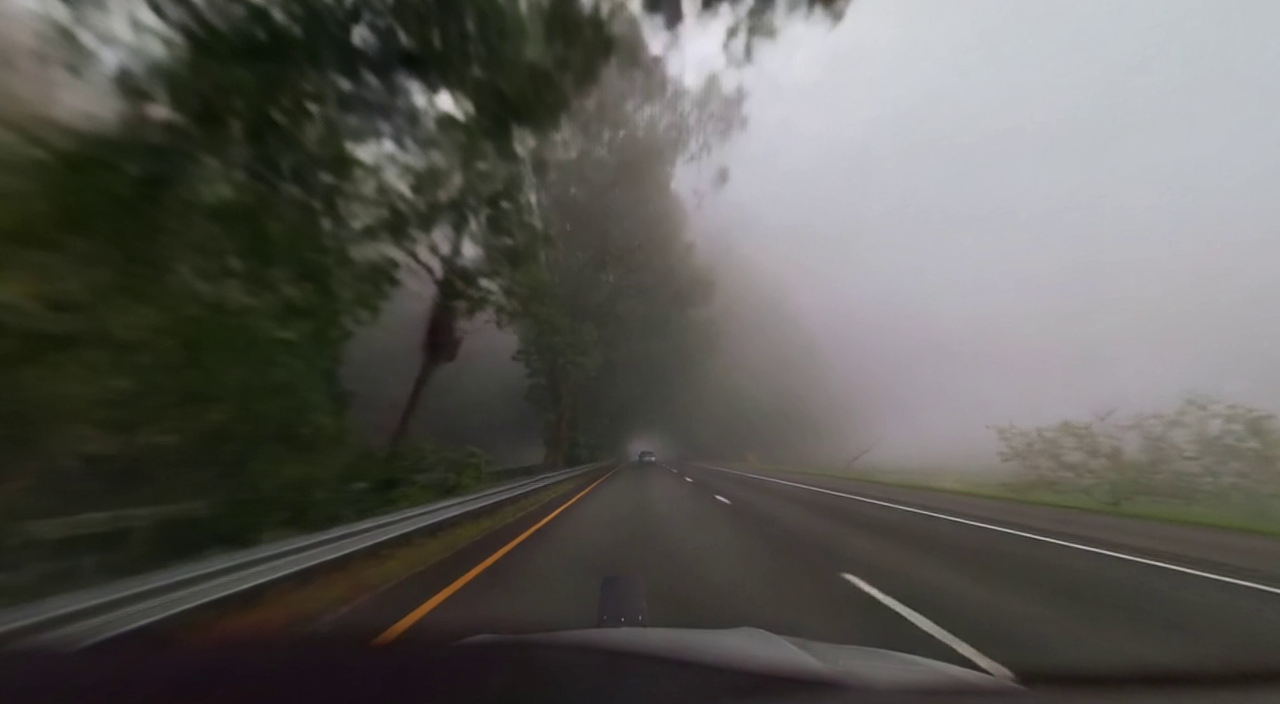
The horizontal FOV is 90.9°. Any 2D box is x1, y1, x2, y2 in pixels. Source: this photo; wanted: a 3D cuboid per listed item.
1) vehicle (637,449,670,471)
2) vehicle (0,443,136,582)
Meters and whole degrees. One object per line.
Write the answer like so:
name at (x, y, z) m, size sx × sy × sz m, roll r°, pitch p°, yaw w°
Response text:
vehicle at (0.898, 7.643, 44.700) m, size 2.162 × 1.492 × 3.975 m, roll 0°, pitch -9°, yaw 0°
vehicle at (-8.238, 1.790, 6.900) m, size 1.924 × 1.563 × 4.206 m, roll 0°, pitch -9°, yaw 0°
